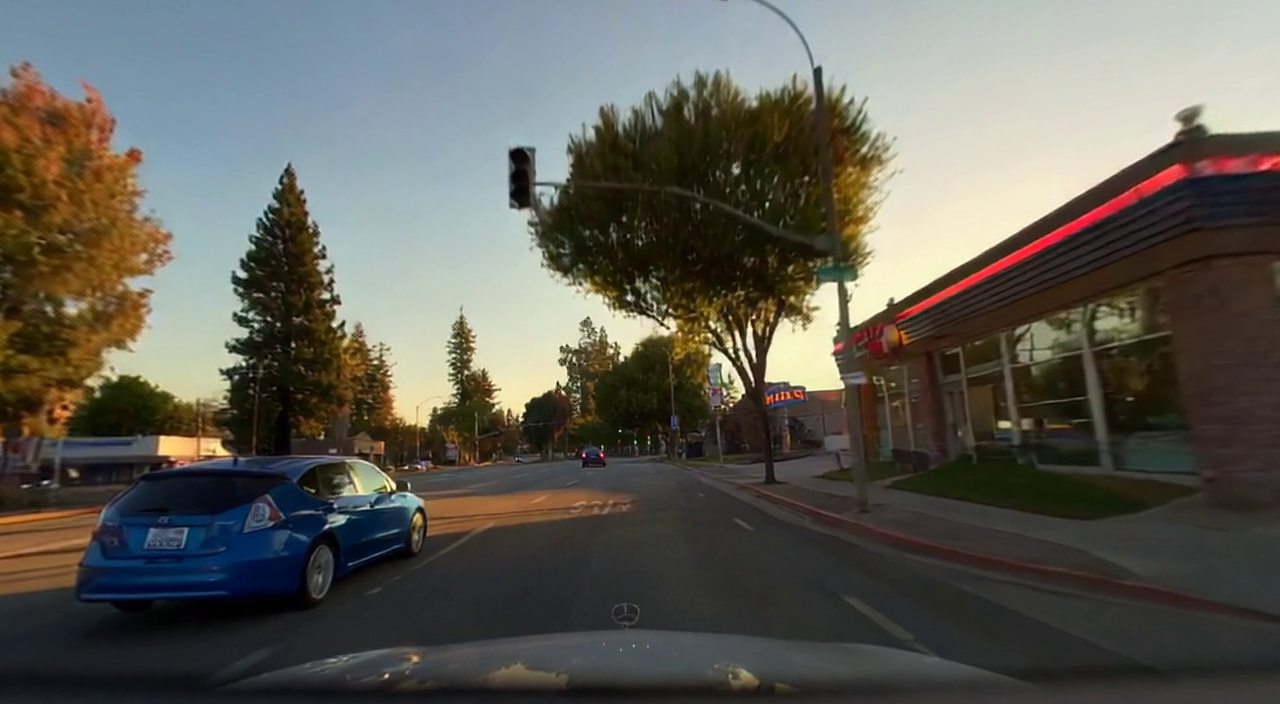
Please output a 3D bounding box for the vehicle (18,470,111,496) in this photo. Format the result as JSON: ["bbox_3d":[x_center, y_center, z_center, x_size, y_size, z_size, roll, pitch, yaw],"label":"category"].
[{"bbox_3d":[-38.149,8.681,41.947,4.234,1.461,1.904,0,-7,-3],"label":"vehicle"}]
